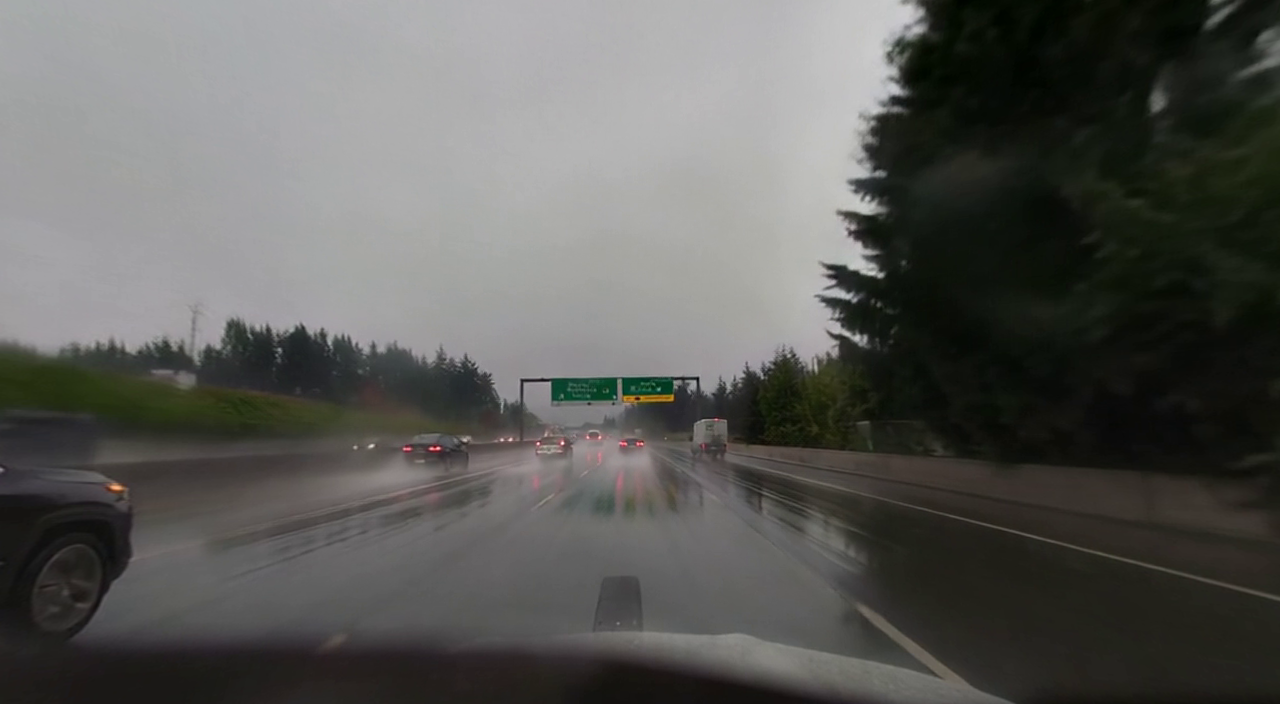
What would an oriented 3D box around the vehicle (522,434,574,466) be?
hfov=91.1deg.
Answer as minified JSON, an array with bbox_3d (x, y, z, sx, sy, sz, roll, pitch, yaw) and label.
[{"bbox_3d":[-4.474,4.805,31.080,1.909,1.445,4.087,0,-8,0],"label":"vehicle"}]

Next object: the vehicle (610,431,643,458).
[{"bbox_3d":[-0.849,5.939,40.395,2.002,1.611,3.778,0,-8,0],"label":"vehicle"}]

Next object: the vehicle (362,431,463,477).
[{"bbox_3d":[-8.310,3.755,23.511,1.953,1.524,4.863,0,-8,0],"label":"vehicle"}]

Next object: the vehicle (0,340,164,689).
[{"bbox_3d":[-4.344,0.705,2.172,1.971,1.822,4.366,0,-8,-1],"label":"vehicle"}]
